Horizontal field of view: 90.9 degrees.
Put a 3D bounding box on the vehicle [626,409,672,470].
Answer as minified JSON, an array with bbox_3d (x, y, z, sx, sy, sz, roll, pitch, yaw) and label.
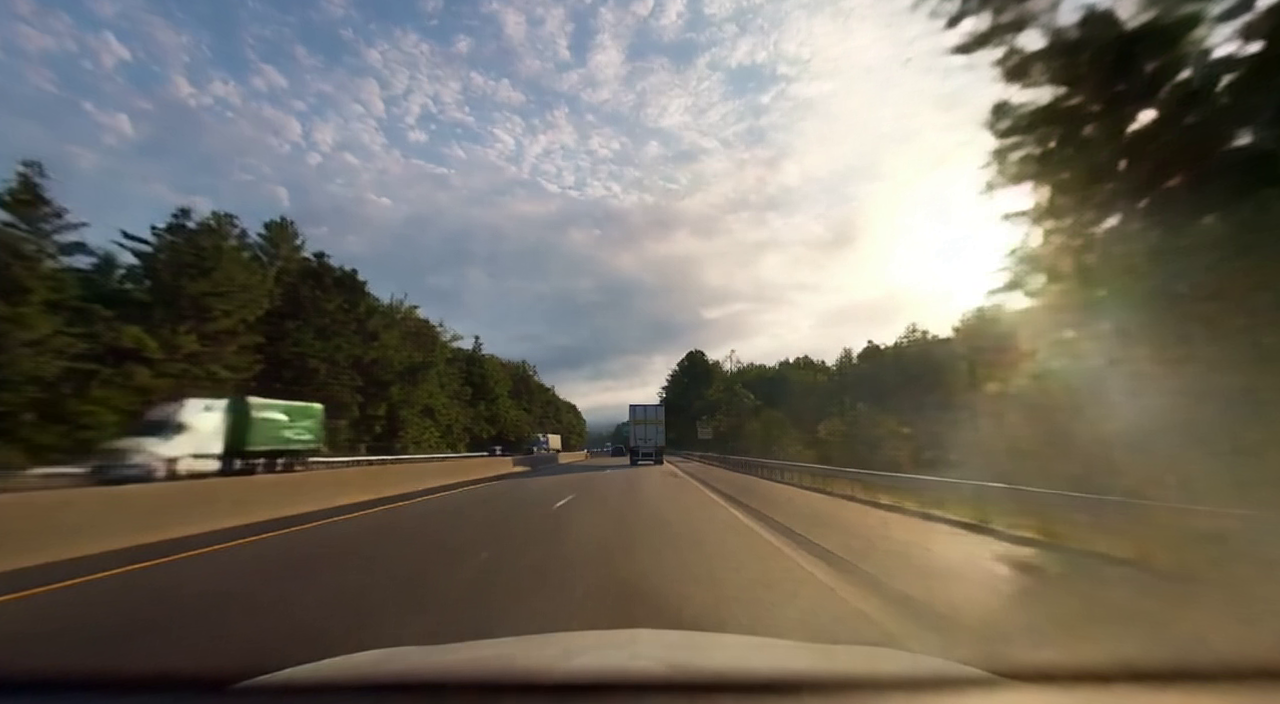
[{"bbox_3d":[0.495,6.516,46.466,3.024,3.965,10.399,0,-9,-1],"label":"vehicle"}]

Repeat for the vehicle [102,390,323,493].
[{"bbox_3d":[-16.708,3.698,25.767,2.889,3.506,8.390,0,-9,1],"label":"vehicle"}]
